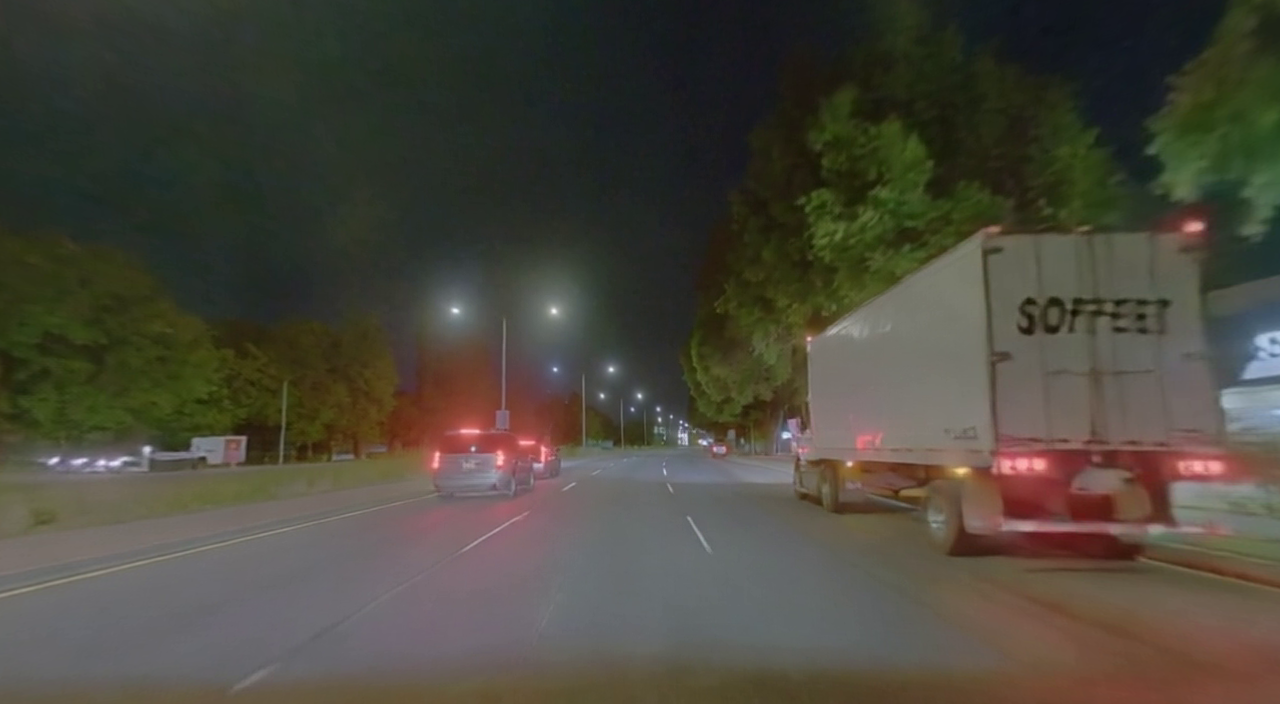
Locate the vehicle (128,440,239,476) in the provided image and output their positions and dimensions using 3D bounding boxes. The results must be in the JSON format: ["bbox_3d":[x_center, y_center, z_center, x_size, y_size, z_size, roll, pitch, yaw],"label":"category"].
[{"bbox_3d":[-28.822,6.747,40.038,5.368,2.121,1.960,8,-14,-36],"label":"vehicle"}]

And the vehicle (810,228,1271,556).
[{"bbox_3d":[6.090,1.079,12.267,2.981,4.106,8.794,0,-9,0],"label":"vehicle"}]

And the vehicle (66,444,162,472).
[{"bbox_3d":[-36.723,7.420,44.244,2.063,1.795,4.576,-8,-12,29],"label":"vehicle"}]

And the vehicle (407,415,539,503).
[{"bbox_3d":[-4.439,2.979,18.002,2.270,2.068,5.865,0,-9,-1],"label":"vehicle"}]
